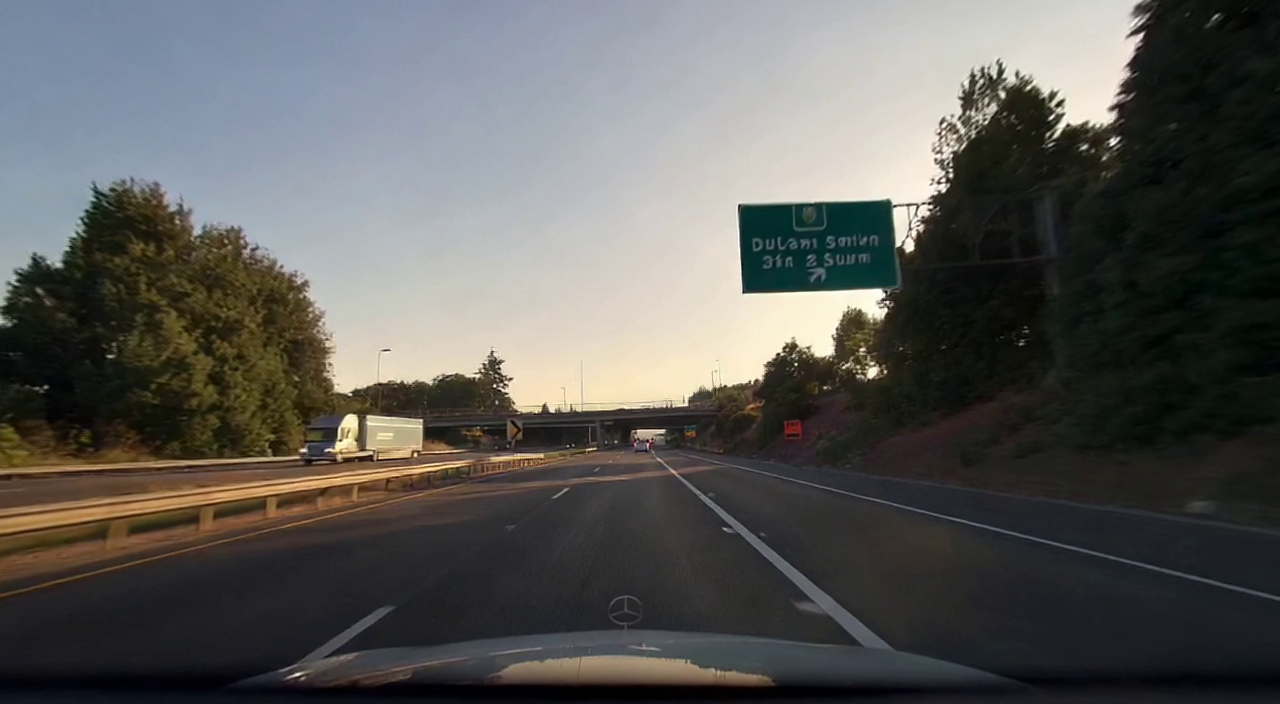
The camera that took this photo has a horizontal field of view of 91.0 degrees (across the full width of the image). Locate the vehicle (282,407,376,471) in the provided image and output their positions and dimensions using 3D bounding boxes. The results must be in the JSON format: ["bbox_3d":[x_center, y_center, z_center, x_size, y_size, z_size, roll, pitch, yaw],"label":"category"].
[{"bbox_3d":[-20.838,5.906,42.696,2.978,3.938,6.366,0,-8,1],"label":"vehicle"}]
